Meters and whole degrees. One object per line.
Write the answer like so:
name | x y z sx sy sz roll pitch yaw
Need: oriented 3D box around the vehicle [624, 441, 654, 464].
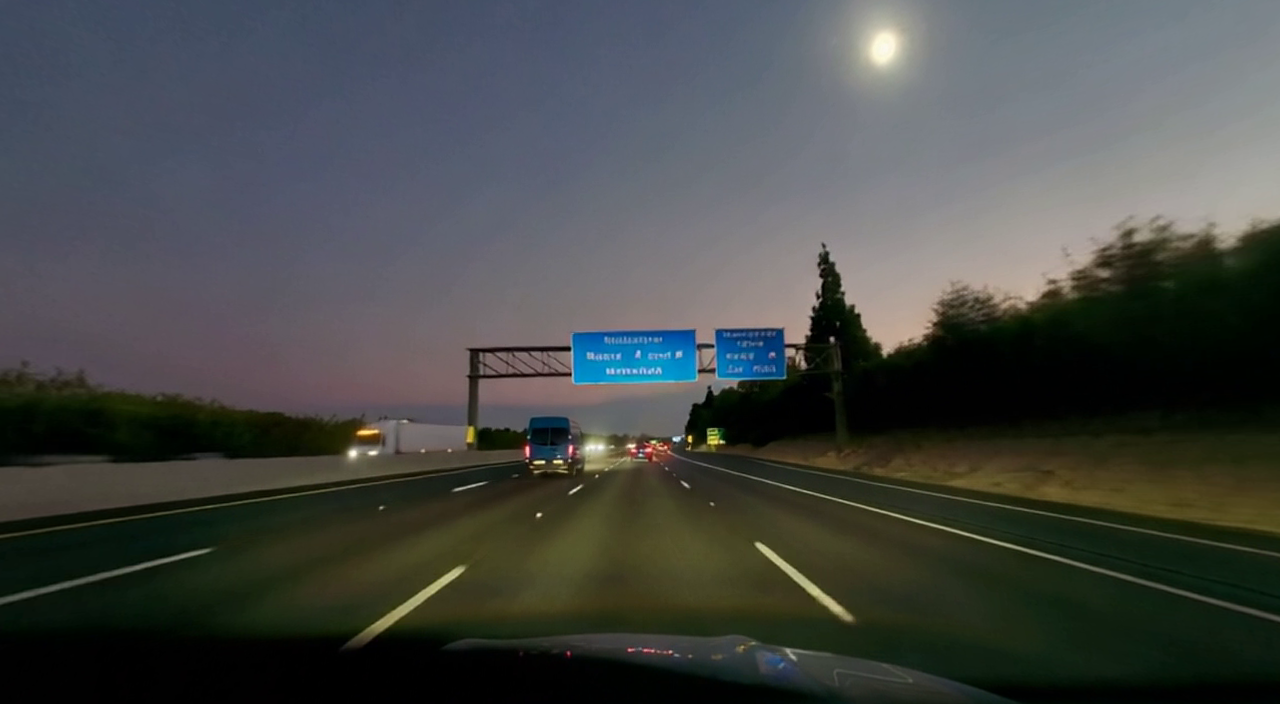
vehicle | -0.059 7.780 48.740 2.183 1.662 3.968 0 -9 0

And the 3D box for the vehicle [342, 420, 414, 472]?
vehicle | -20.342 7.375 49.352 2.966 3.817 5.992 0 -9 0

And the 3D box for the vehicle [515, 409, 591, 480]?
vehicle | -3.600 4.011 27.309 2.382 2.736 5.982 0 -9 0
